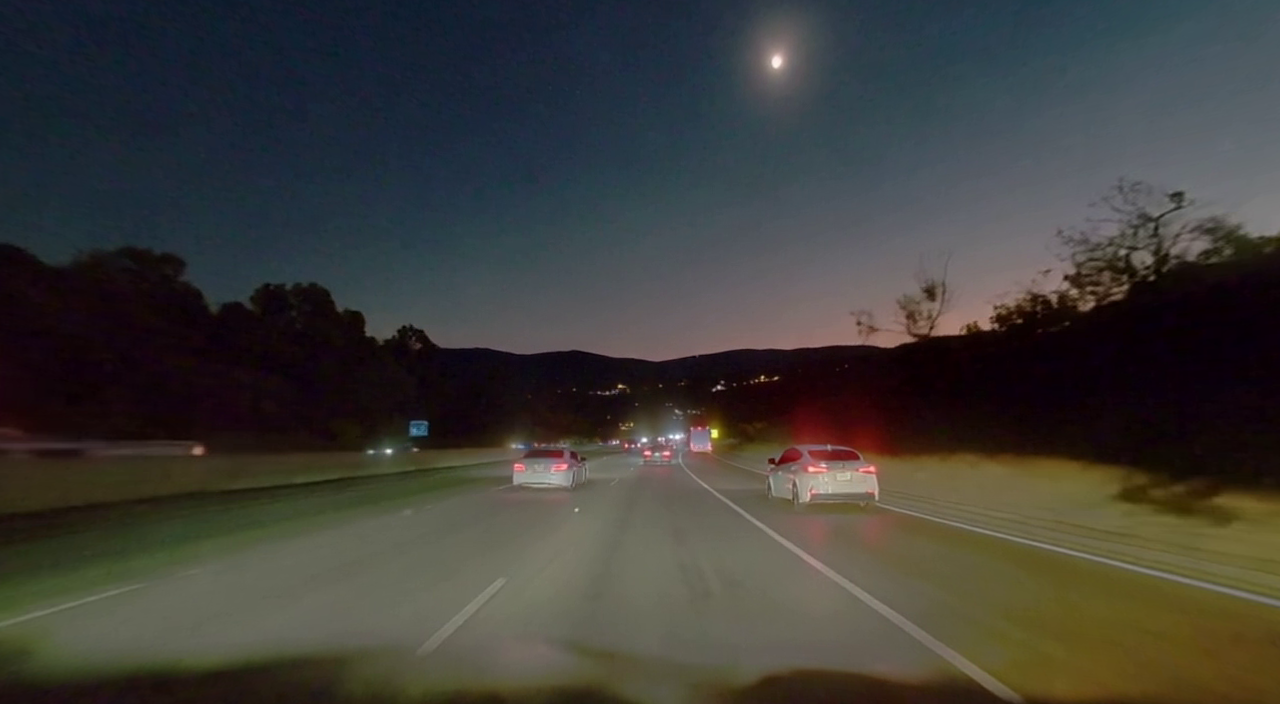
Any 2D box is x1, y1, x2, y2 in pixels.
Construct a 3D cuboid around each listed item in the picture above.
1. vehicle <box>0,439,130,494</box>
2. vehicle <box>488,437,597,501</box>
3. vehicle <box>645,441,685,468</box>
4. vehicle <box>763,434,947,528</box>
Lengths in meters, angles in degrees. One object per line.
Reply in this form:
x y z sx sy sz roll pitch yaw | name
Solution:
-19.707 3.667 20.624 2.238 1.585 4.473 0 -8 1 | vehicle
-2.478 3.119 17.369 2.031 1.491 4.792 -1 -8 3 | vehicle
1.484 5.988 37.086 2.202 1.467 3.929 -1 -8 2 | vehicle
3.863 2.383 12.276 2.013 1.464 4.317 1 -8 -1 | vehicle
